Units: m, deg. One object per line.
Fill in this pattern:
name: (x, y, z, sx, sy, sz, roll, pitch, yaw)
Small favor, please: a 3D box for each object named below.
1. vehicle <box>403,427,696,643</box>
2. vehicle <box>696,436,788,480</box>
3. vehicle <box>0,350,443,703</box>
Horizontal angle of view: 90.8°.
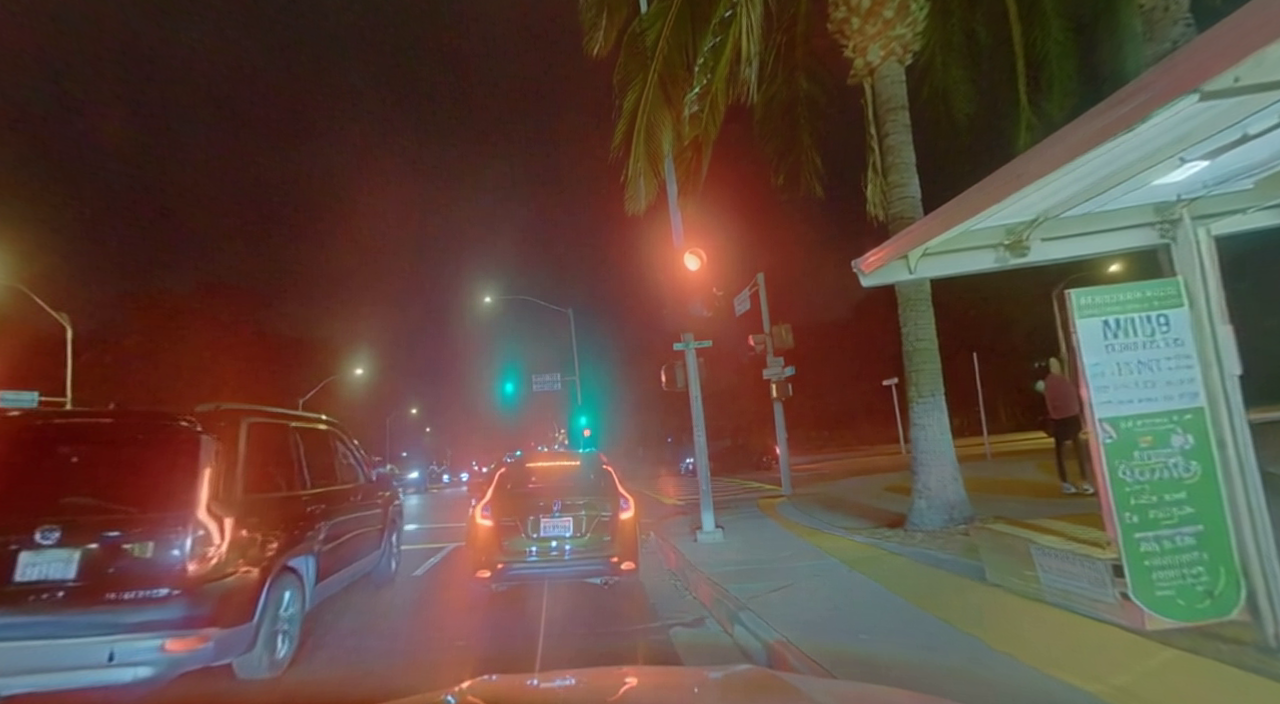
vehicle: (-0.969, 1.607, 6.702, 2.065, 1.467, 4.289, 1, -9, -10)
vehicle: (5.091, 5.305, 31.756, 3.986, 1.636, 1.903, 6, -2, -12)
vehicle: (-3.146, 1.249, 5.279, 2.098, 1.851, 4.571, 1, -9, -8)
